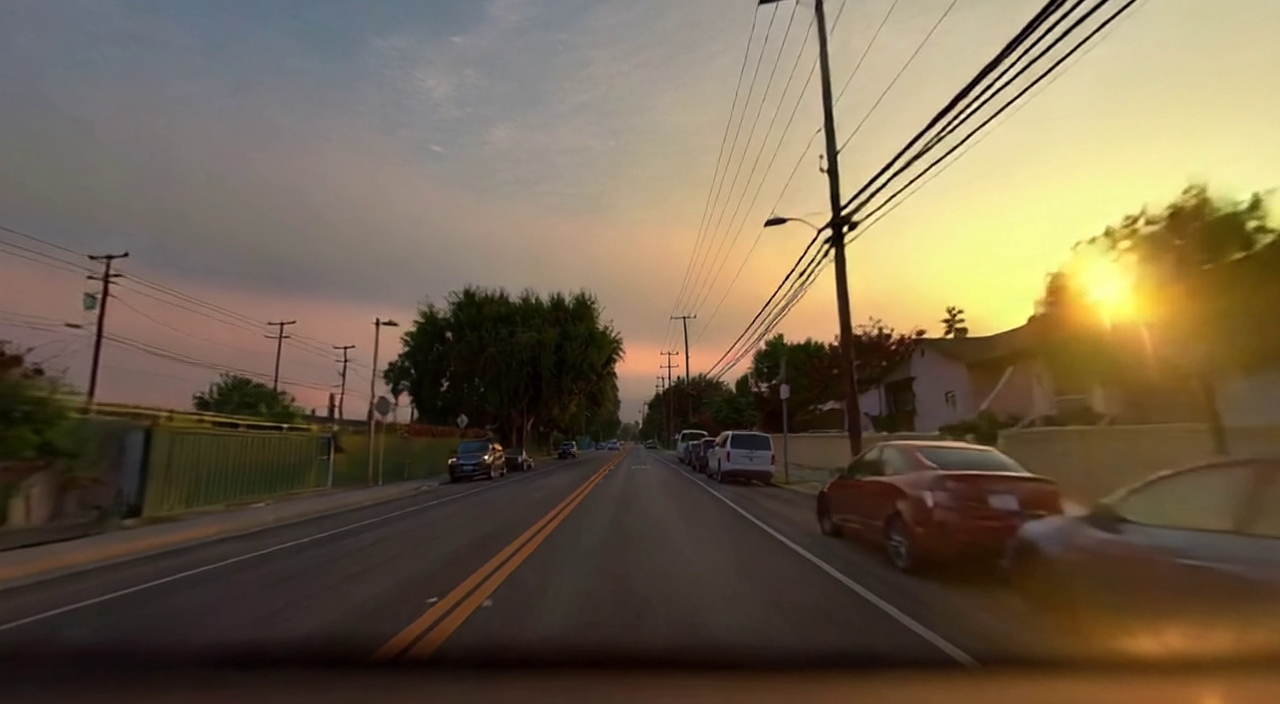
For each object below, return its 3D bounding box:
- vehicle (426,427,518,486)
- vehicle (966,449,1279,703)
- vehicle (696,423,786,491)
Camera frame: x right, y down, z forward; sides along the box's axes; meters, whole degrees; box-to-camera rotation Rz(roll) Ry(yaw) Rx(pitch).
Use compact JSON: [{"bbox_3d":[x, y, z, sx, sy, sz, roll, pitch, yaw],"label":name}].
[{"bbox_3d":[-6.700,4.215,25.921,2.268,2.154,5.321,0,-8,0],"label":"vehicle"},{"bbox_3d":[3.596,1.141,2.874,1.984,1.342,4.066,0,-8,-1],"label":"vehicle"},{"bbox_3d":[3.277,3.560,21.722,2.053,2.005,5.495,0,-8,-1],"label":"vehicle"}]
